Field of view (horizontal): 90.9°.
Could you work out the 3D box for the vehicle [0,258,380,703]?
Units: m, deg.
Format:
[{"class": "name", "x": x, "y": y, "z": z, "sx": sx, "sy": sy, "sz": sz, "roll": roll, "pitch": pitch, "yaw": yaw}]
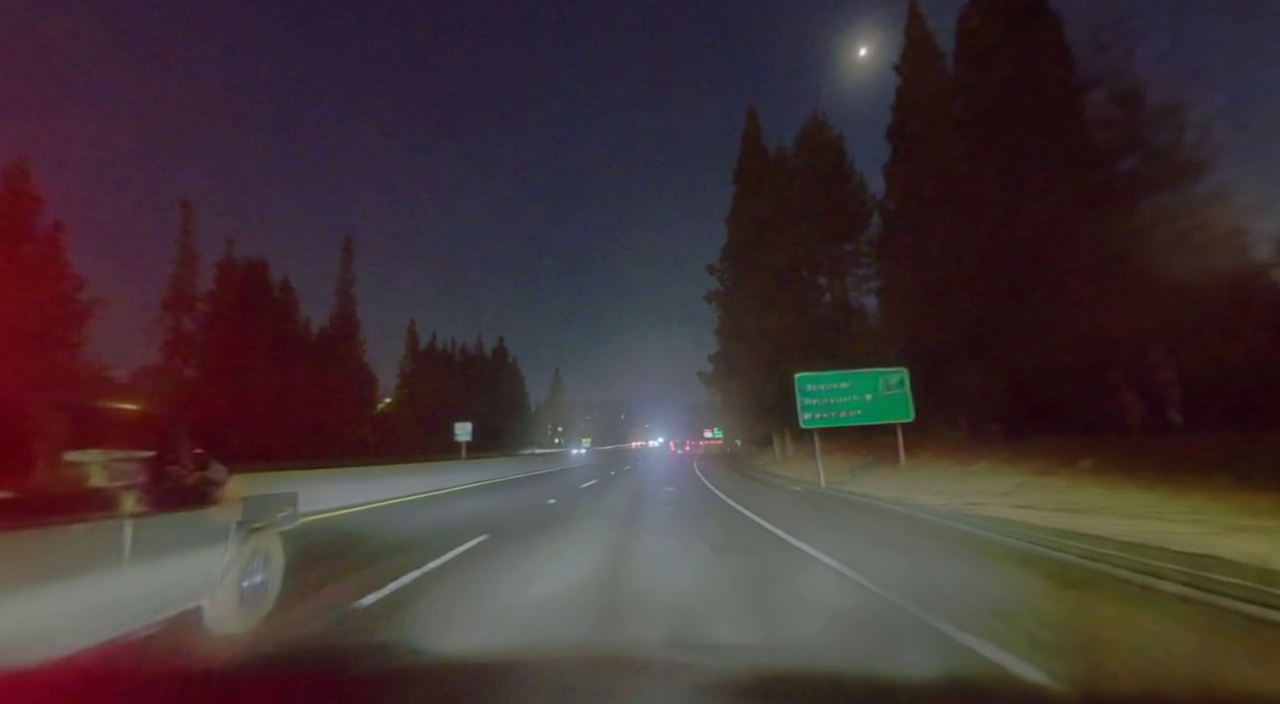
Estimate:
[{"class": "vehicle", "x": -3.248, "y": 0.619, "z": 2.189, "sx": 2.143, "sy": 1.851, "sz": 5.817, "roll": 0, "pitch": -9, "yaw": 1}]
